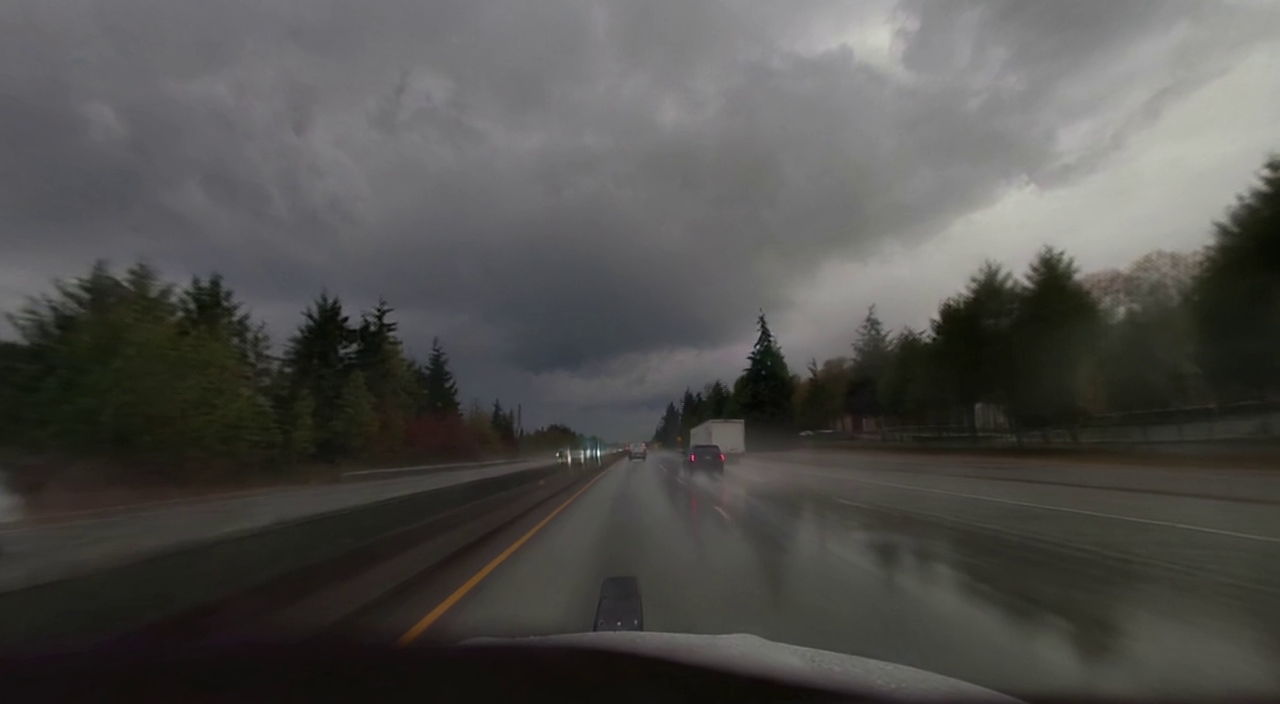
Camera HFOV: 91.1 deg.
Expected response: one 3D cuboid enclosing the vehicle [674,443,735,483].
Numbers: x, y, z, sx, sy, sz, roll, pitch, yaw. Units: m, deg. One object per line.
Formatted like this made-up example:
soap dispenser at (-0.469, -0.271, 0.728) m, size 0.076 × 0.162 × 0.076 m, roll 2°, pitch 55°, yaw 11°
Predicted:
vehicle at (2.787, 4.915, 28.176) m, size 2.123 × 1.620 × 4.959 m, roll 0°, pitch -9°, yaw -1°
